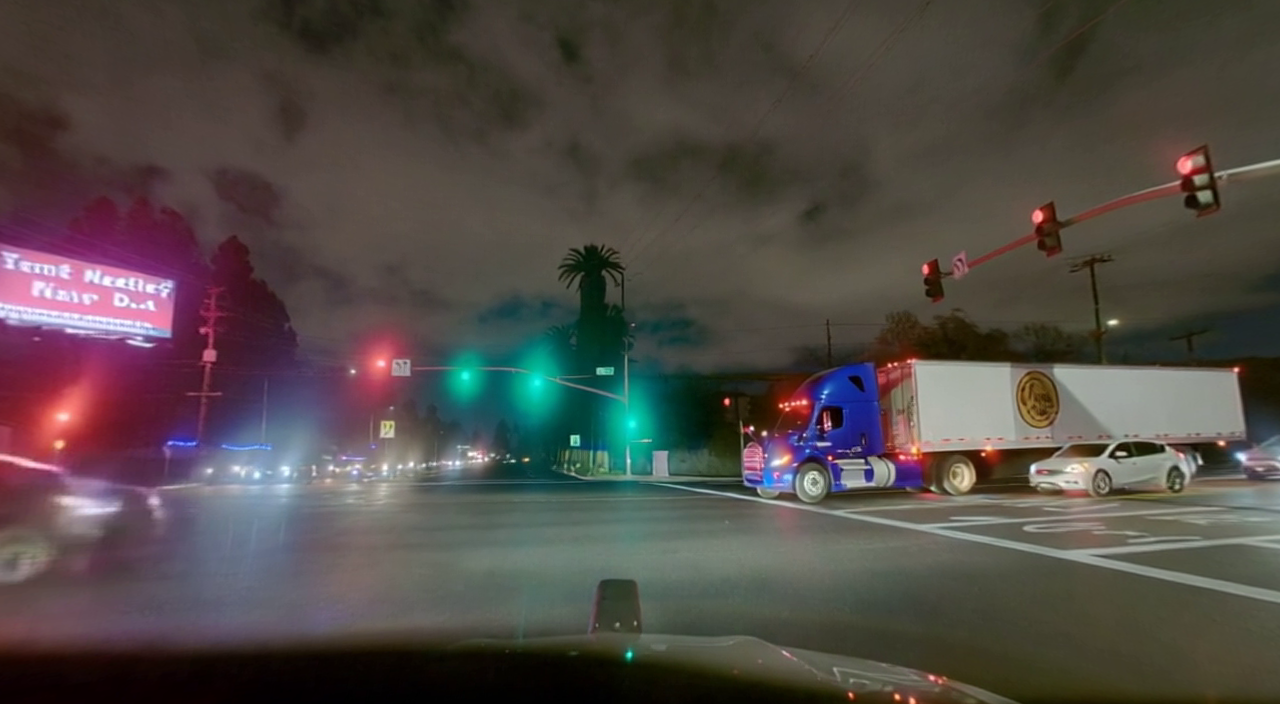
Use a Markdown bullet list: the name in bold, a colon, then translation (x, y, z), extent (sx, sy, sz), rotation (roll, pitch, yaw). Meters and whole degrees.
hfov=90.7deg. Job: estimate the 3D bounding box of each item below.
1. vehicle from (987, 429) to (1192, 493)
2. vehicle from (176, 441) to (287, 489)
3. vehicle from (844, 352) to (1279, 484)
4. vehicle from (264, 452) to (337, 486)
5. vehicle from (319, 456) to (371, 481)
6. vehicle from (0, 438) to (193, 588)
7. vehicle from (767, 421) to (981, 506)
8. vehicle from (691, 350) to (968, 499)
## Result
- **vehicle**: translation (13.446, 3.266, 19.052), extent (4.958, 1.510, 1.949), rotation (-2, -10, -11)
- **vehicle**: translation (-24.100, 6.659, 37.760), extent (2.989, 2.573, 6.053), rotation (0, -9, -5)
- **vehicle**: translation (16.122, 2.481, 23.212), extent (17.071, 4.151, 2.876), rotation (1, -9, -12)
- **vehicle**: translation (-19.632, 6.767, 36.863), extent (2.028, 1.744, 4.876), rotation (1, -9, -7)
- **vehicle**: translation (-20.900, 8.236, 45.023), extent (1.834, 1.521, 4.970), rotation (1, -9, -7)
- **vehicle**: translation (-8.464, 1.751, 7.129), extent (5.114, 1.492, 2.040), rotation (1, -9, -11)
- **vehicle**: translation (6.497, 3.107, 17.840), extent (5.079, 1.893, 2.200), rotation (-2, -10, -13)
- **vehicle**: translation (6.103, 2.430, 21.008), extent (8.167, 4.352, 3.029), rotation (1, -9, -12)
